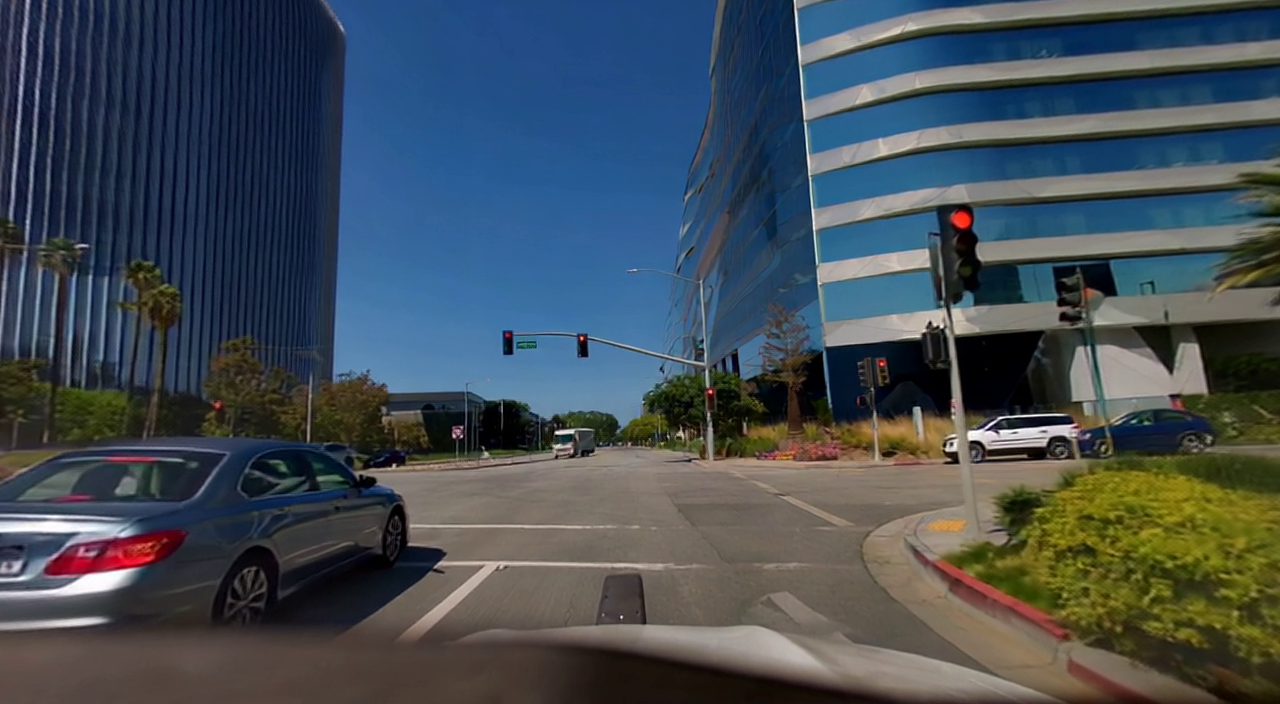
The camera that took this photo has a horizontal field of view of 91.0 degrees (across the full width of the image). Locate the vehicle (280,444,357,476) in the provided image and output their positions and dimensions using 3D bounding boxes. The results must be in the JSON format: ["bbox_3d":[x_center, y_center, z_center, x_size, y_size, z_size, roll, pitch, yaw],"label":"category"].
[{"bbox_3d":[-19.042,6.415,37.567,2.017,1.739,4.569,0,-9,2],"label":"vehicle"}]

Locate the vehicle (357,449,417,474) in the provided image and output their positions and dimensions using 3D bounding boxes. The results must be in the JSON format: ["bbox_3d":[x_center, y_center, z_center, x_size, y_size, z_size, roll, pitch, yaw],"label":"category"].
[{"bbox_3d":[-15.252,6.583,38.151,1.875,1.389,3.784,0,-9,3],"label":"vehicle"}]
